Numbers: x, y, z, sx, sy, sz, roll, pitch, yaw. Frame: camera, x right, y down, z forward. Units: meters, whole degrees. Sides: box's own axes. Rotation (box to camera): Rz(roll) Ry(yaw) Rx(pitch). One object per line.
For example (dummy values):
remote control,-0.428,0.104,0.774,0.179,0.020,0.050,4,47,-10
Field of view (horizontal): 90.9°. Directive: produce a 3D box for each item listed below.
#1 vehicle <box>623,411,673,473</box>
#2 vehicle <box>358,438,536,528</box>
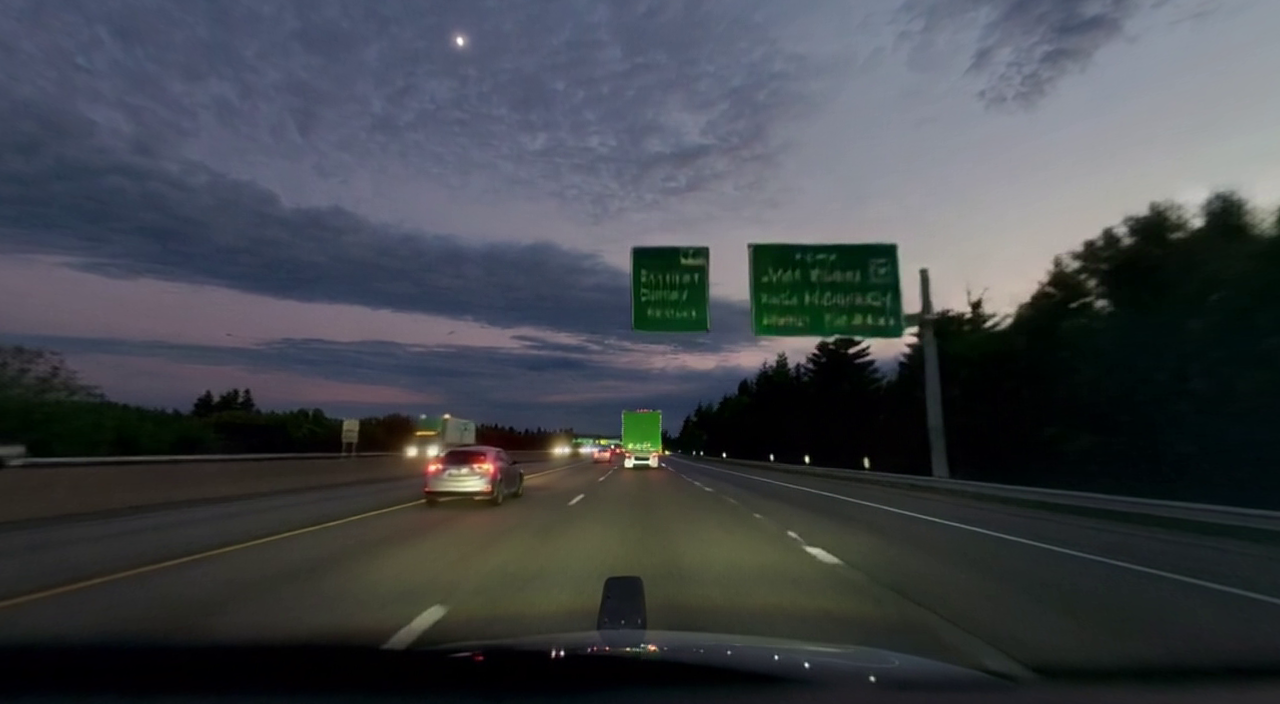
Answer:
vehicle,0.363,6.081,42.182,2.893,3.628,9.081,0,-9,-2
vehicle,-3.721,2.644,13.367,2.114,1.523,5.110,0,-9,0
